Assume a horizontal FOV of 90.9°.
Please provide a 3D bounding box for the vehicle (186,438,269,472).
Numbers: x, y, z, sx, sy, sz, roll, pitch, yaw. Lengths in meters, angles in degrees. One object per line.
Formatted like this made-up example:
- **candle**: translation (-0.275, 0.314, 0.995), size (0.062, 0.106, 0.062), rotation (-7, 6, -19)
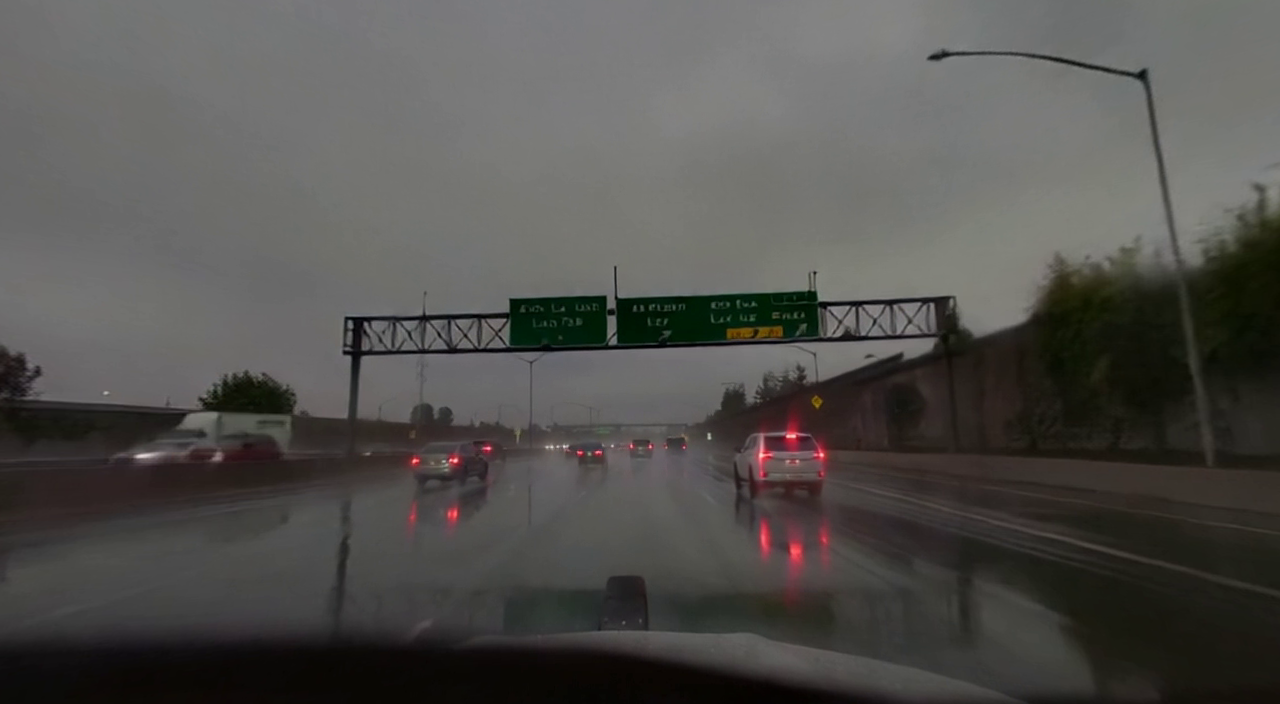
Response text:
- **vehicle**: translation (-19.129, 4.785, 29.431), size (1.536, 1.439, 3.473), rotation (-1, -9, 0)

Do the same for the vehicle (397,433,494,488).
- **vehicle**: translation (-6.468, 3.633, 21.513), size (1.946, 1.688, 4.019), rotation (0, -8, 1)

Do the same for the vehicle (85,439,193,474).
- **vehicle**: translation (-22.986, 4.795, 29.127), size (1.845, 1.481, 3.724), rotation (0, -8, 2)

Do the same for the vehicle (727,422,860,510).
- **vehicle**: translation (3.559, 2.736, 15.656), size (2.083, 1.823, 4.627), rotation (0, -8, -1)

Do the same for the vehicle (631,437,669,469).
- **vehicle**: translation (0.592, 5.973, 37.459), size (2.133, 1.739, 3.925), rotation (0, -8, 2)

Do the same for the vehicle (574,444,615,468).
- **vehicle**: translation (-2.826, 6.569, 40.088), size (2.205, 1.406, 4.286), rotation (0, -8, 2)

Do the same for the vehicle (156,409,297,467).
- **vehicle**: translation (-29.462, 6.285, 45.798), size (2.954, 3.722, 10.346), rotation (0, -8, 1)

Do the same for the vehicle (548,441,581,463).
- **vehicle**: translation (-5.901, 7.853, 49.696), size (1.992, 1.604, 3.966), rotation (0, -8, 1)
